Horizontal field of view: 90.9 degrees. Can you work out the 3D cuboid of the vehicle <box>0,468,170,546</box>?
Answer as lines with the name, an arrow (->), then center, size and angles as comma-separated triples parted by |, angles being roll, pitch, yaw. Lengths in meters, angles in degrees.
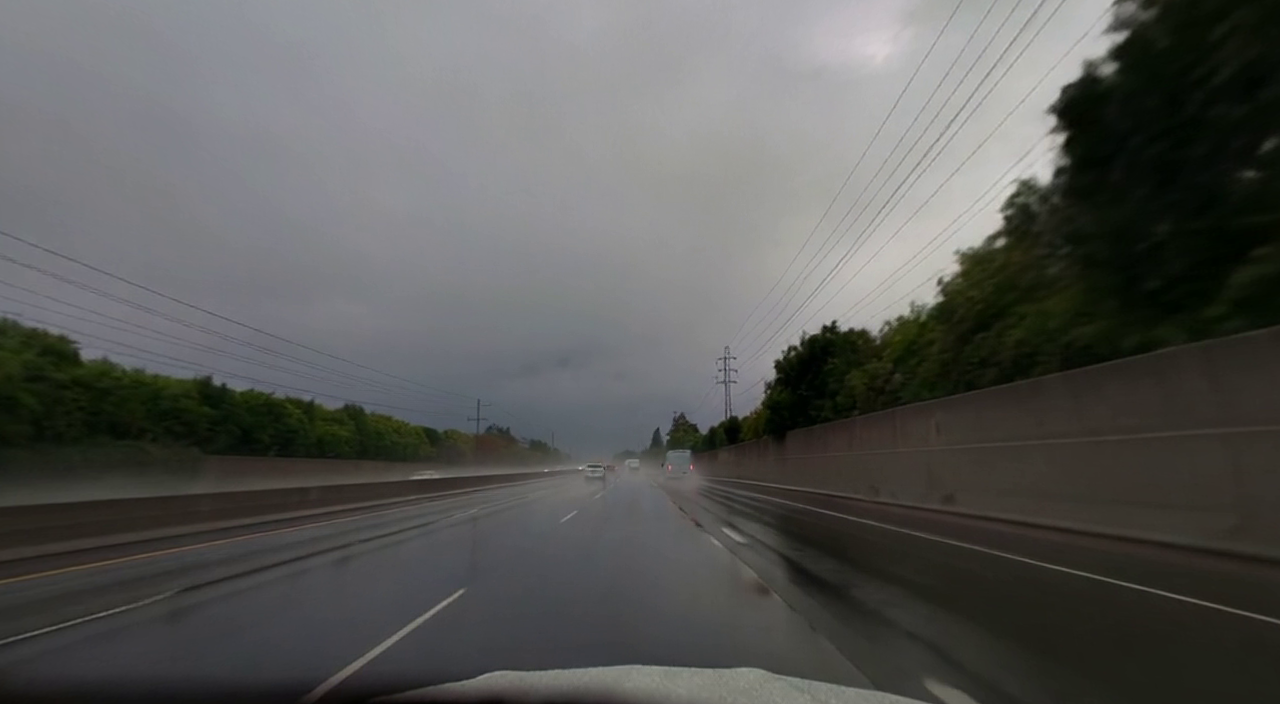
vehicle -> -12.866, 3.278, 13.854 | 1.898, 1.404, 4.106 | 1, -10, -1
